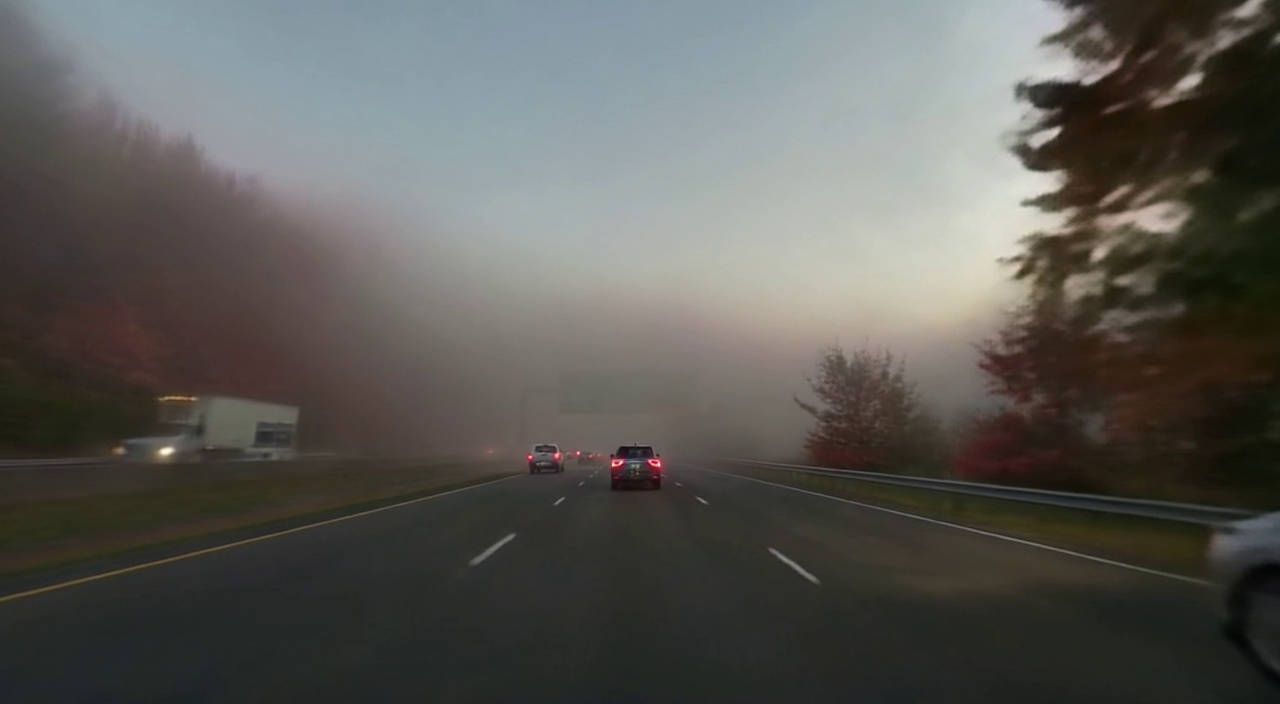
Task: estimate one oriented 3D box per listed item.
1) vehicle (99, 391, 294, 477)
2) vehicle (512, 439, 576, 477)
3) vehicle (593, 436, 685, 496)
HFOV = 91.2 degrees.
[{"bbox_3d":[-22.371,4.380,32.685,3.243,3.800,9.564,0,-9,-1],"label":"vehicle"},{"bbox_3d":[-4.650,5.218,31.048,2.545,1.679,4.267,0,-9,-1],"label":"vehicle"},{"bbox_3d":[-0.081,3.573,19.939,2.634,1.679,4.070,0,-9,-1],"label":"vehicle"}]
